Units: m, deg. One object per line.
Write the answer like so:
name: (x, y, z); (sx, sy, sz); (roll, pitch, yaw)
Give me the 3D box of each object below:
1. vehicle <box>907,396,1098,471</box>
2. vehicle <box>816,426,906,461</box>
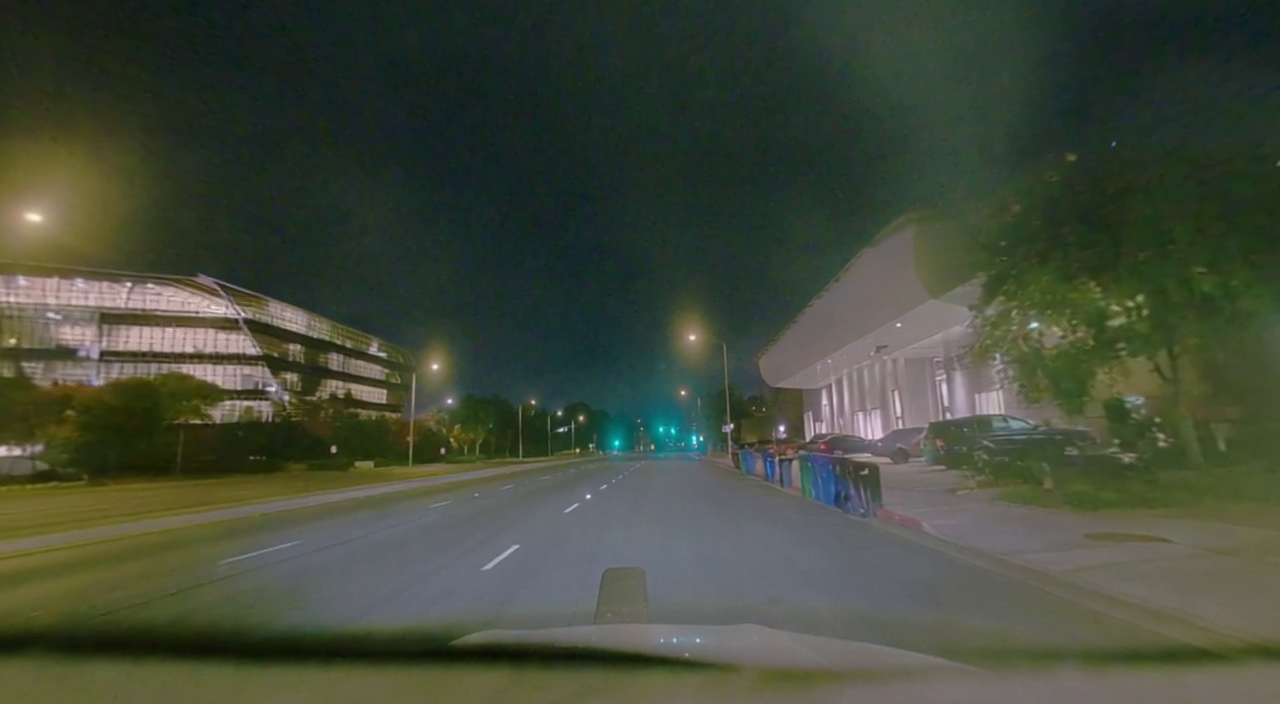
vehicle: (12.537, 2.871, 22.158); (5.136, 1.945, 2.153); (-7, -9, 3)
vehicle: (13.021, 5.407, 37.320); (4.478, 1.578, 1.944); (-6, -9, 2)
